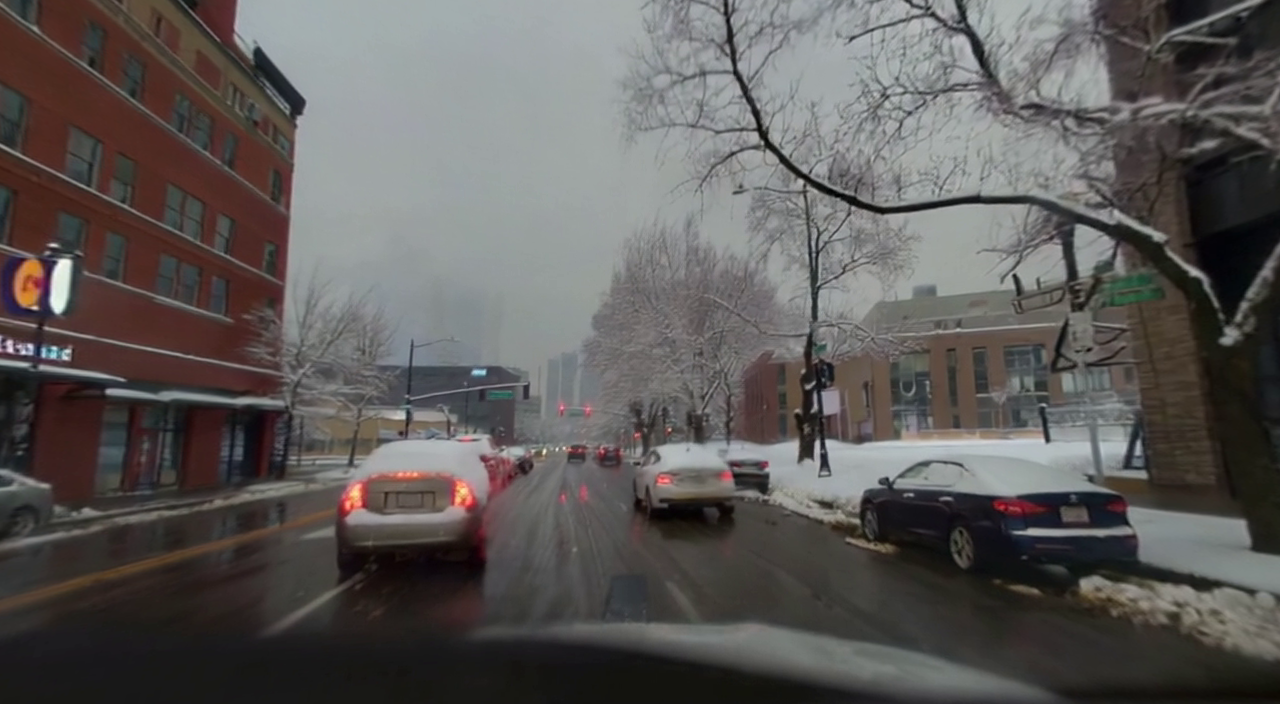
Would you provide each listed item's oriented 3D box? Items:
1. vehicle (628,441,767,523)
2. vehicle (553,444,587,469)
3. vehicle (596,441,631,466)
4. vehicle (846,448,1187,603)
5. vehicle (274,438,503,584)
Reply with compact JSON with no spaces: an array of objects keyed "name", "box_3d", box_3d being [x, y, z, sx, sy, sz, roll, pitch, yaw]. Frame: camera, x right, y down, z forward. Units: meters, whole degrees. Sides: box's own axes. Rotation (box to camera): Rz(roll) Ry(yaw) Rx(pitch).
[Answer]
[{"name":"vehicle","box_3d":[1.009,2.694,13.707,2.150,1.464,4.467,1,-9,-6]},{"name":"vehicle","box_3d":[-4.563,6.766,41.077,2.102,1.521,4.078,1,-9,-6]},{"name":"vehicle","box_3d":[-2.123,7.832,48.933,2.418,1.816,4.300,1,-9,-6]},{"name":"vehicle","box_3d":[4.554,2.083,8.509,1.986,1.555,3.879,1,-9,-4]},{"name":"vehicle","box_3d":[-3.065,1.953,8.761,2.169,1.427,4.531,2,-9,-13]}]
